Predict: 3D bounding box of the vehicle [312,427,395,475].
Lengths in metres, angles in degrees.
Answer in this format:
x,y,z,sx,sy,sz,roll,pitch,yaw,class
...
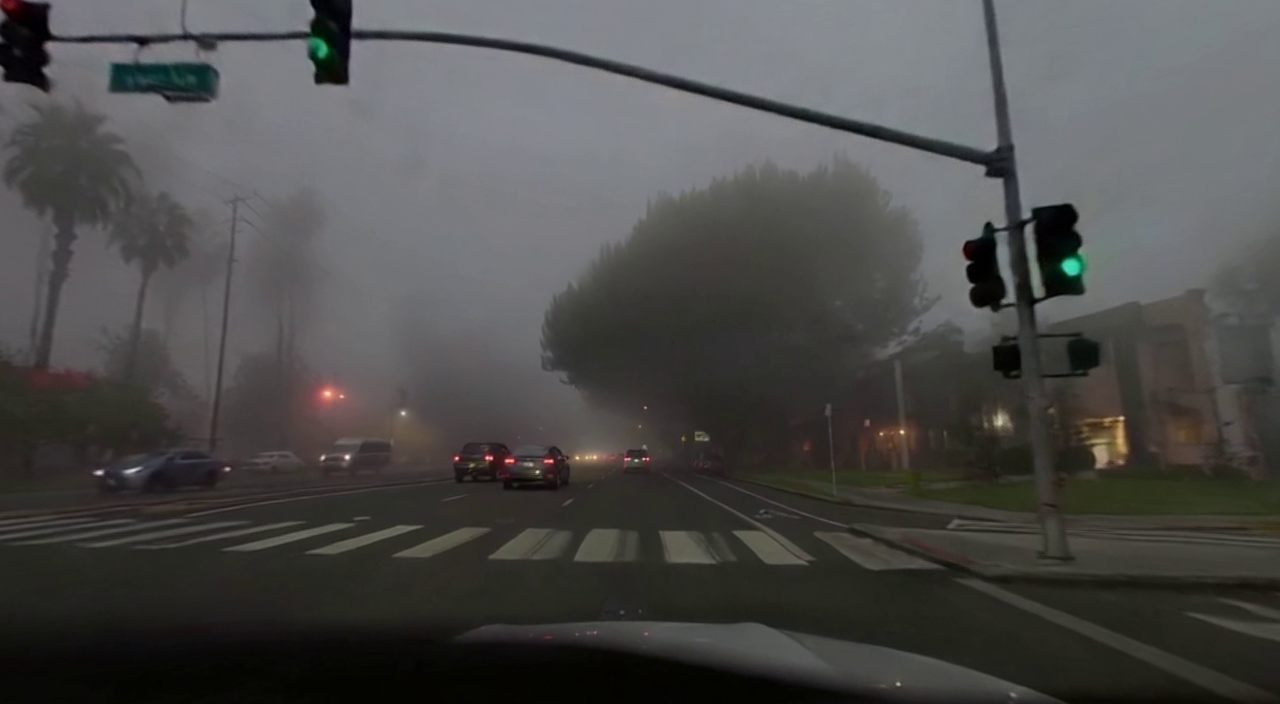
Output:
x,y,z,sx,sy,sz,roll,pitch,yaw,class
-17.808,6.197,39.570,2.331,2.714,5.872,0,-9,1,vehicle

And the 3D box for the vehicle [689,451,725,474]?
x,y,z,sx,sy,sz,roll,pitch,yaw,class
4.872,8.115,46.424,1.994,1.507,4.173,1,-9,-3,vehicle

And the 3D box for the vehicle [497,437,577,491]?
x,y,z,sx,sy,sz,roll,pitch,yaw,class
-3.774,4.210,23.933,2.116,1.806,4.516,0,-9,2,vehicle

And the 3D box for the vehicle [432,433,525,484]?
x,y,z,sx,sy,sz,roll,pitch,yaw,class
-7.139,4.825,28.790,2.457,2.010,6.330,0,-9,1,vehicle

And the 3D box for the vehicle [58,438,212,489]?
x,y,z,sx,sy,sz,roll,pitch,yaw,class
-18.261,4.054,23.113,2.064,1.670,4.242,0,-9,0,vehicle

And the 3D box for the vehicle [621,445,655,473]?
x,y,z,sx,sy,sz,roll,pitch,yaw,class
-0.129,7.582,44.793,2.280,1.803,4.240,1,-9,-1,vehicle

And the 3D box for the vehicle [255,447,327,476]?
x,y,z,sx,sy,sz,roll,pitch,yaw,class
-25.444,7.967,46.149,2.116,1.947,5.507,0,-9,-1,vehicle

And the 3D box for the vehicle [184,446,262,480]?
x,y,z,sx,sy,sz,roll,pitch,yaw,class
-25.496,6.769,38.701,2.096,1.778,3.972,-4,-8,1,vehicle
